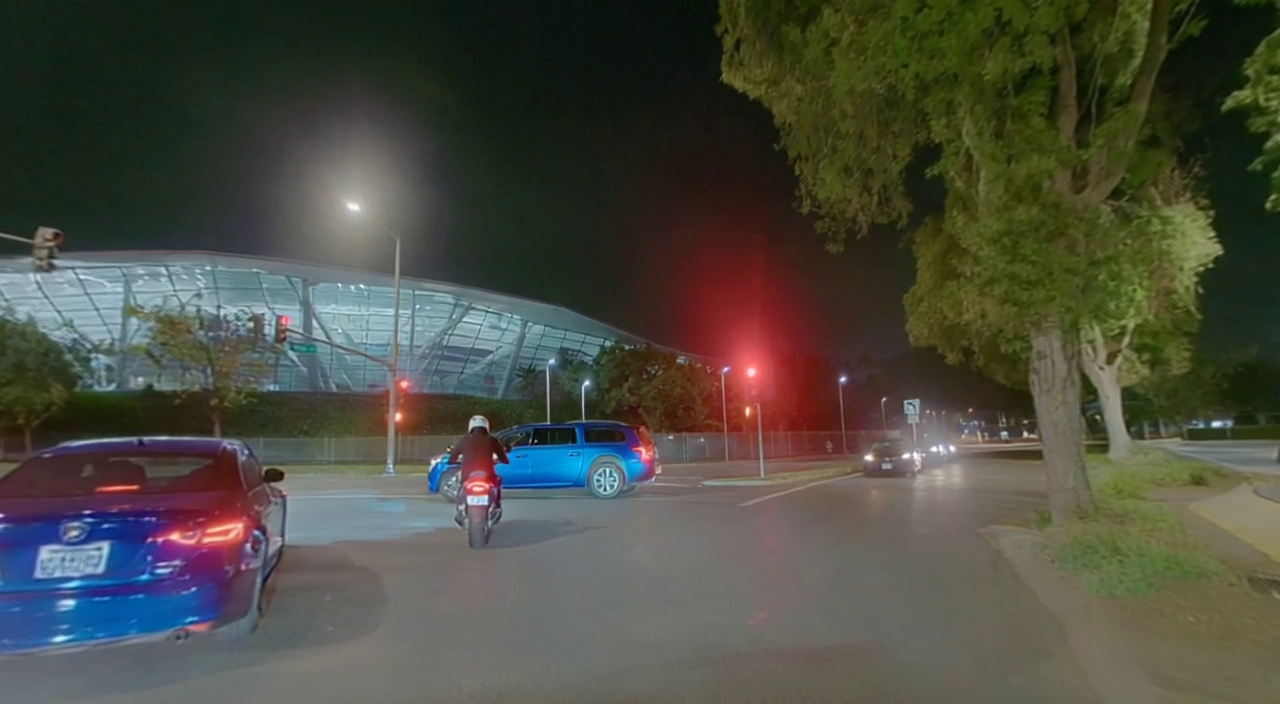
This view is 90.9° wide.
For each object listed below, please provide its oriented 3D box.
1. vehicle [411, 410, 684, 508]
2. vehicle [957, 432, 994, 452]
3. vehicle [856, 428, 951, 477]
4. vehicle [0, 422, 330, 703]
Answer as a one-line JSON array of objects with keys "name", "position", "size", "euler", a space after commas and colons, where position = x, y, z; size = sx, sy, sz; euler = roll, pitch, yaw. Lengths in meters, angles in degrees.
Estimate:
[{"name": "vehicle", "position": [-2.136, 2.421, 14.690], "size": [5.833, 1.960, 2.341], "euler": [2, -9, -16]}, {"name": "vehicle", "position": [26.170, 7.044, 49.126], "size": [2.087, 1.475, 4.278], "euler": [-6, -10, 32]}, {"name": "vehicle", "position": [10.205, 3.815, 24.213], "size": [2.084, 1.656, 4.583], "euler": [-7, -11, 38]}, {"name": "vehicle", "position": [-4.080, 1.372, 5.157], "size": [2.009, 1.450, 4.182], "euler": [6, -10, -35]}]
